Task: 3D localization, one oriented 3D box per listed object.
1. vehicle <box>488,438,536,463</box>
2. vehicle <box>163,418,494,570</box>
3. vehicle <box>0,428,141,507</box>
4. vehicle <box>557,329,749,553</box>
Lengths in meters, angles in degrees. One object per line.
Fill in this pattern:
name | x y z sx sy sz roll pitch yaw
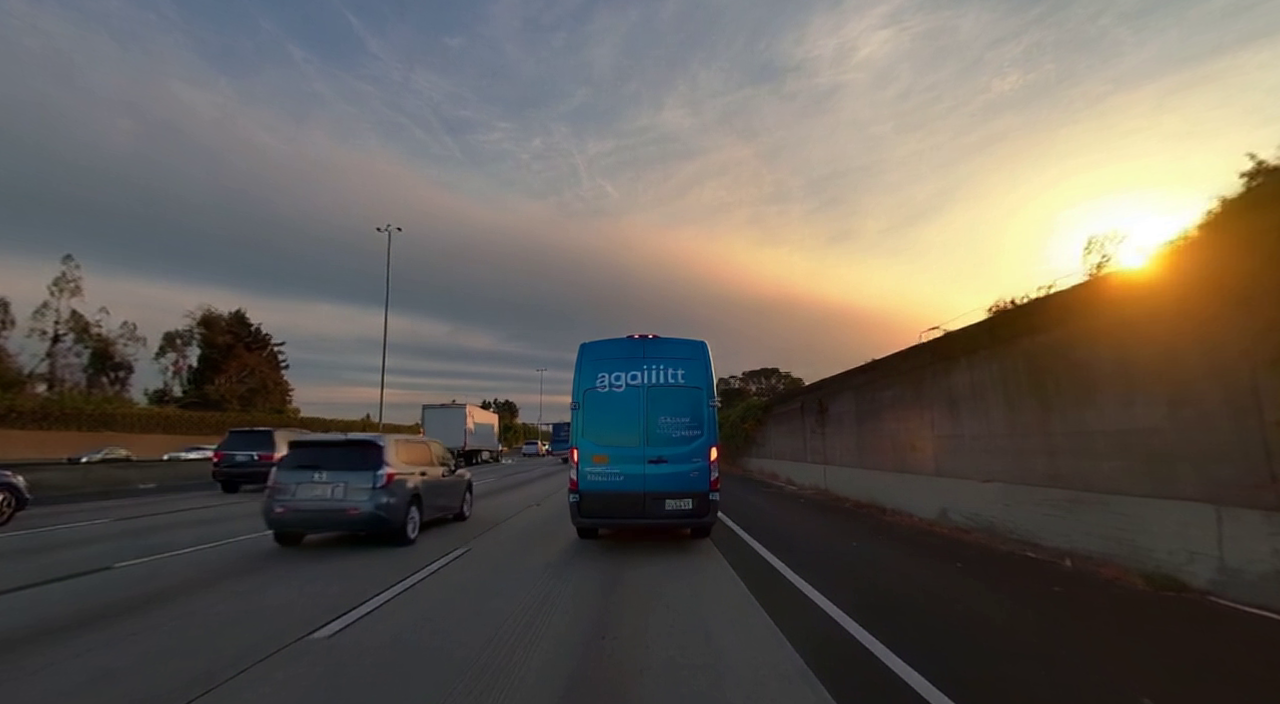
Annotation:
vehicle | -9.156 7.070 45.518 1.934 1.567 4.536 -1 -7 8
vehicle | -3.776 1.819 8.910 2.212 1.551 4.658 0 -8 1
vehicle | -14.362 2.647 14.709 1.812 1.642 4.323 0 -8 1
vehicle | 0.212 1.535 10.958 2.316 2.738 6.398 0 -8 1
